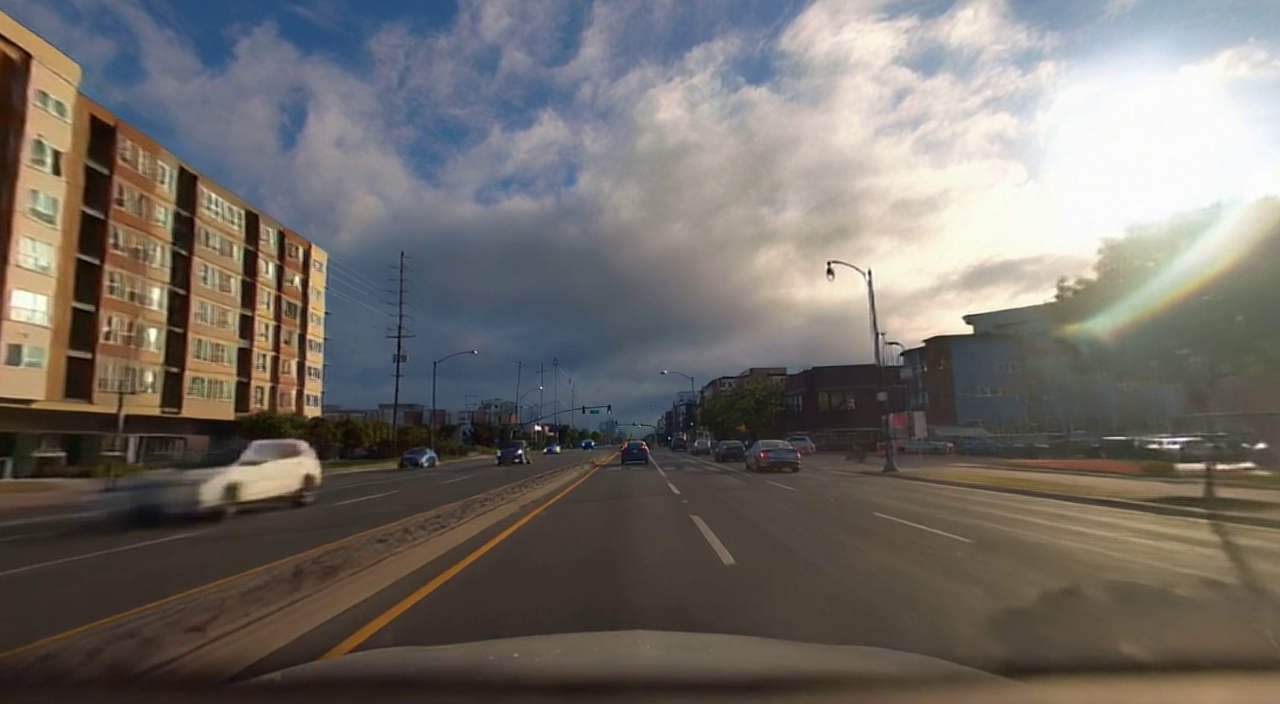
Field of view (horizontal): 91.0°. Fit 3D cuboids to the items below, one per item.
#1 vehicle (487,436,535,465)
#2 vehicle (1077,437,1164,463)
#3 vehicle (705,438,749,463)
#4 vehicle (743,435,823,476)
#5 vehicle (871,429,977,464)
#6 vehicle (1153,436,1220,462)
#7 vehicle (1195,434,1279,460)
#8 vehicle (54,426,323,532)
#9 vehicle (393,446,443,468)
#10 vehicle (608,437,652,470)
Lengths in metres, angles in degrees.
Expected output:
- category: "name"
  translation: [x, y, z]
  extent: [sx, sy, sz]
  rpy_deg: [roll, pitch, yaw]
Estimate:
- category: "vehicle"
  translation: [-8.875, 6.851, 43.739]
  extent: [2.357, 1.894, 4.864]
  rpy_deg: [0, -9, 0]
- category: "vehicle"
  translation: [29.444, 6.026, 38.766]
  extent: [1.781, 1.507, 4.628]
  rpy_deg: [0, -9, 2]
- category: "vehicle"
  translation: [5.587, 6.407, 40.945]
  extent: [2.154, 1.554, 4.149]
  rpy_deg: [0, -8, -2]
- category: "vehicle"
  translation: [5.883, 4.329, 26.539]
  extent: [2.121, 1.557, 4.898]
  rpy_deg: [0, -8, -2]
- category: "vehicle"
  translation: [17.520, 5.843, 39.002]
  extent: [5.388, 2.082, 2.328]
  rpy_deg: [1, -9, -5]
- category: "vehicle"
  translation: [33.596, 5.975, 38.808]
  extent: [1.932, 1.536, 3.835]
  rpy_deg: [-3, -9, 23]
- category: "vehicle"
  translation: [37.026, 5.896, 39.026]
  extent: [1.681, 1.536, 3.704]
  rpy_deg: [0, -8, 0]
- category: "vehicle"
  translation: [-8.590, 2.428, 12.658]
  extent: [2.013, 1.737, 4.510]
  rpy_deg: [0, -8, 0]
- category: "vehicle"
  translation: [-16.100, 7.635, 45.860]
  extent: [1.977, 1.514, 4.720]
  rpy_deg: [0, -8, 0]
- category: "vehicle"
  translation: [-0.500, 5.142, 32.039]
  extent: [2.106, 1.553, 3.964]
  rpy_deg: [0, -8, -1]
